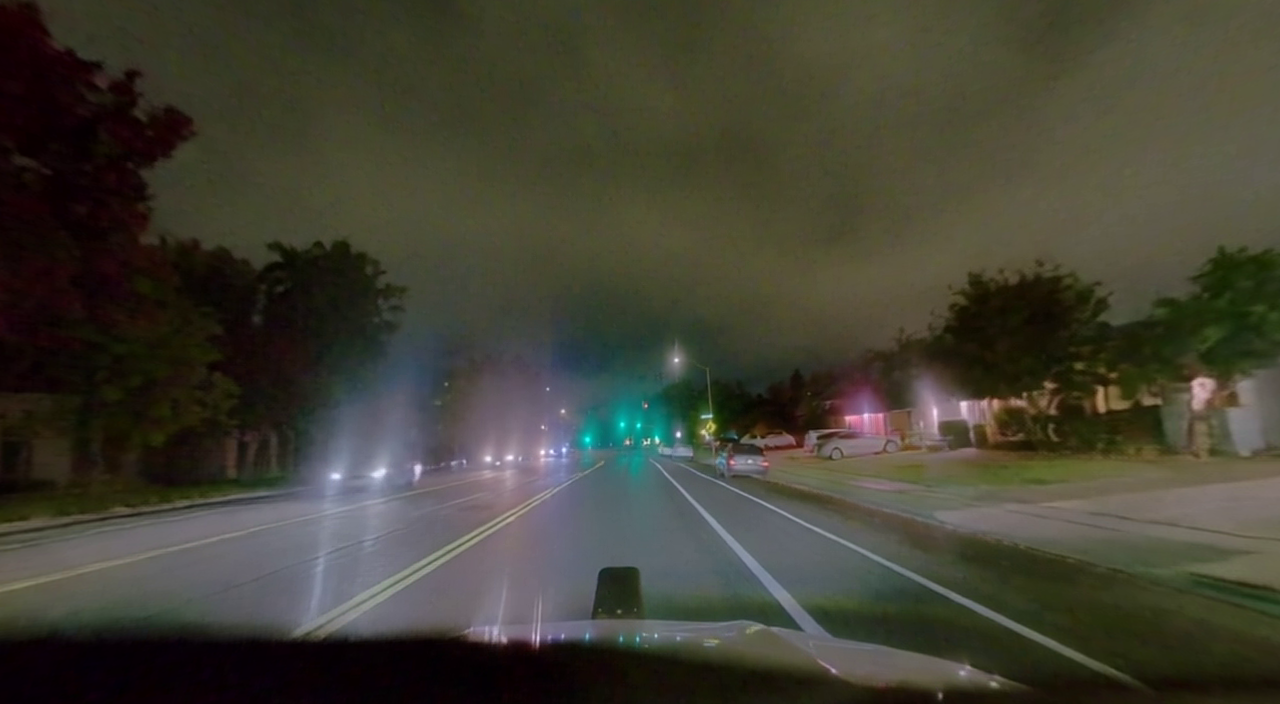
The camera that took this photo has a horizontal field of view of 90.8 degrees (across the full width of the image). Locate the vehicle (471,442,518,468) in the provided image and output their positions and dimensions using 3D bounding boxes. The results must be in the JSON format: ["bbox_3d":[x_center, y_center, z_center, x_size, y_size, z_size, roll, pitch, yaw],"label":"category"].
[{"bbox_3d":[-8.947,6.357,39.200,1.871,1.484,4.383,-1,-8,0],"label":"vehicle"}]

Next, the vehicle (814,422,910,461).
[{"bbox_3d":[11.071,4.484,31.690,3.999,1.599,1.819,-5,-8,0],"label":"vehicle"}]

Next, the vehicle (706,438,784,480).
[{"bbox_3d":[3.956,4.113,24.698,1.946,1.431,4.695,0,-8,-4],"label":"vehicle"}]

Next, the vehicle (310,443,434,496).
[{"bbox_3d":[-8.472,3.724,20.529,1.986,1.442,4.602,-1,-8,0],"label":"vehicle"}]
